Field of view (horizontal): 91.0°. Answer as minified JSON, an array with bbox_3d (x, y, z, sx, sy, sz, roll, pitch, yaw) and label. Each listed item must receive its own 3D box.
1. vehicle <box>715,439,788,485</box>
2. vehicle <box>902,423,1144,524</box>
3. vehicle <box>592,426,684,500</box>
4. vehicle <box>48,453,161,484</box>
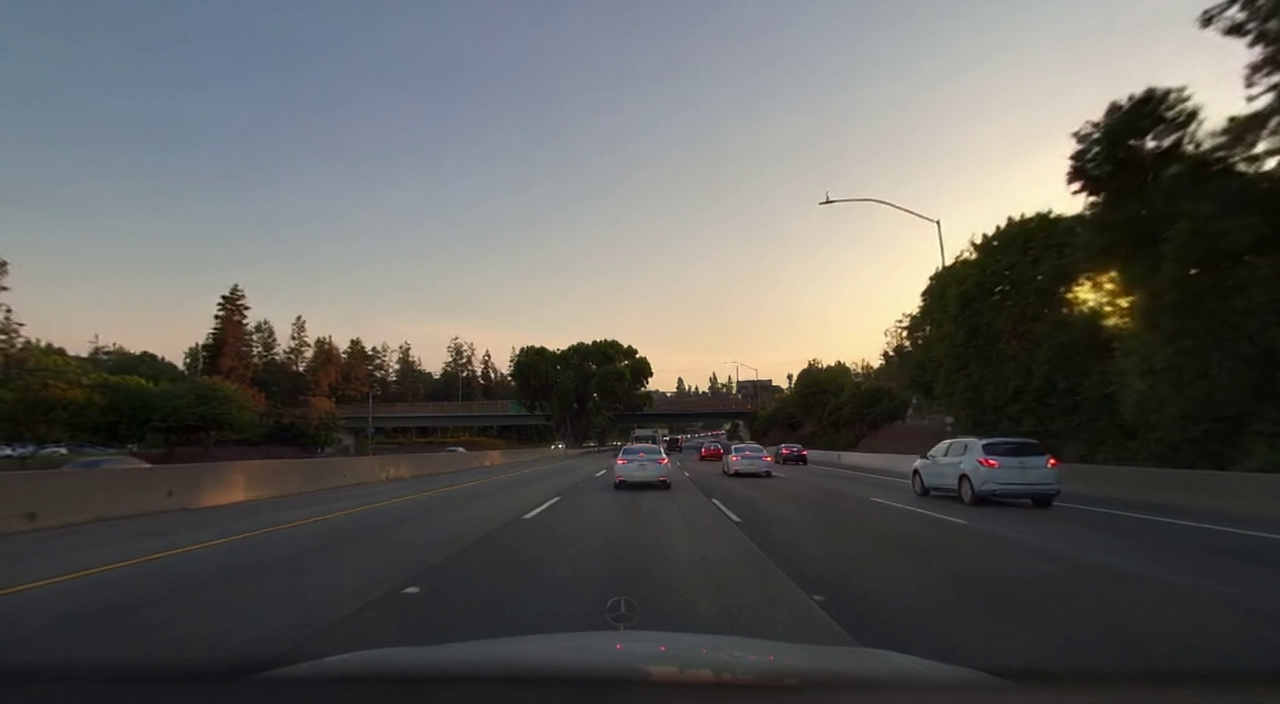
[{"bbox_3d":[4.074,4.085,23.673,1.999,1.514,4.338,0,-9,1],"label":"vehicle"},{"bbox_3d":[7.425,2.400,12.999,2.028,1.657,4.823,0,-9,1],"label":"vehicle"},{"bbox_3d":[0.006,2.944,17.005,2.181,1.728,3.970,0,-9,2],"label":"vehicle"},{"bbox_3d":[-28.148,6.106,33.326,1.861,1.494,4.449,0,-9,4],"label":"vehicle"}]
